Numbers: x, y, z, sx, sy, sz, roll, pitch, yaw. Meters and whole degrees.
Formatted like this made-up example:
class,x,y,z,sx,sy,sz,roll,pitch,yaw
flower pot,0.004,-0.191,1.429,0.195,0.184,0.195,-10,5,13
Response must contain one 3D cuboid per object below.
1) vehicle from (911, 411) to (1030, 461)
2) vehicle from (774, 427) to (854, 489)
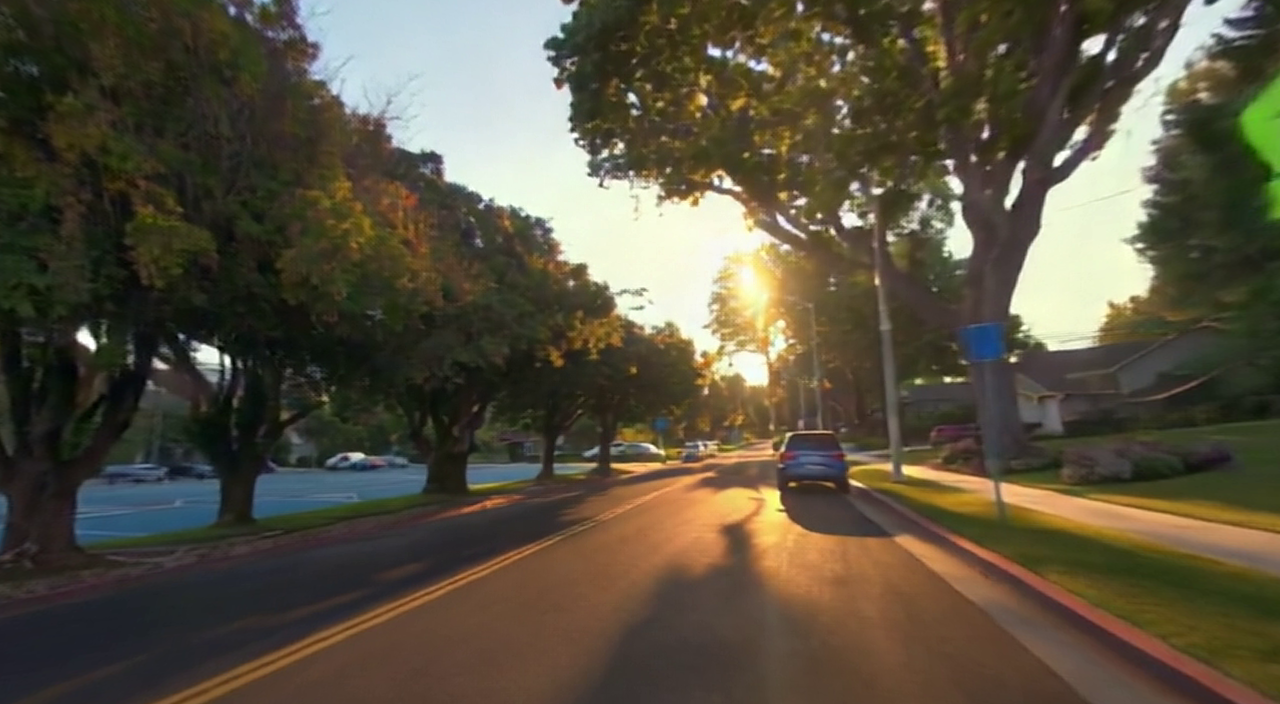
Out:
class,x,y,z,sx,sy,sz,roll,pitch,yaw
vehicle,14.579,3.703,27.900,4.390,1.696,1.954,-4,-7,-19
vehicle,5.568,3.433,20.738,2.204,1.776,4.262,-2,-9,12
